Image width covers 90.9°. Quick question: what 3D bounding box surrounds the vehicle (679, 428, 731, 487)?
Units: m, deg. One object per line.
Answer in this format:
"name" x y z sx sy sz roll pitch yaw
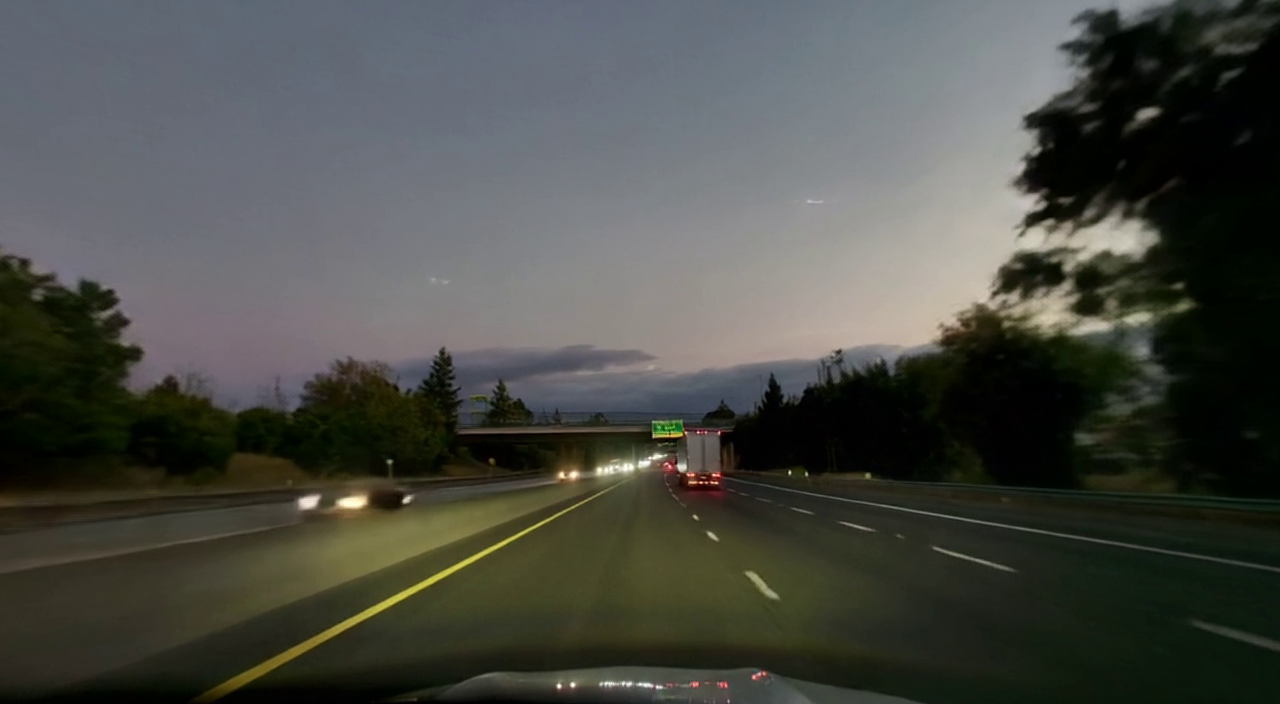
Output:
"vehicle" 4.903 8.400 49.658 3.054 4.005 11.895 0 -10 1

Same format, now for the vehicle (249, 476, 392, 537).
"vehicle" -9.167 4.435 18.573 1.883 1.455 4.271 1 -10 1
